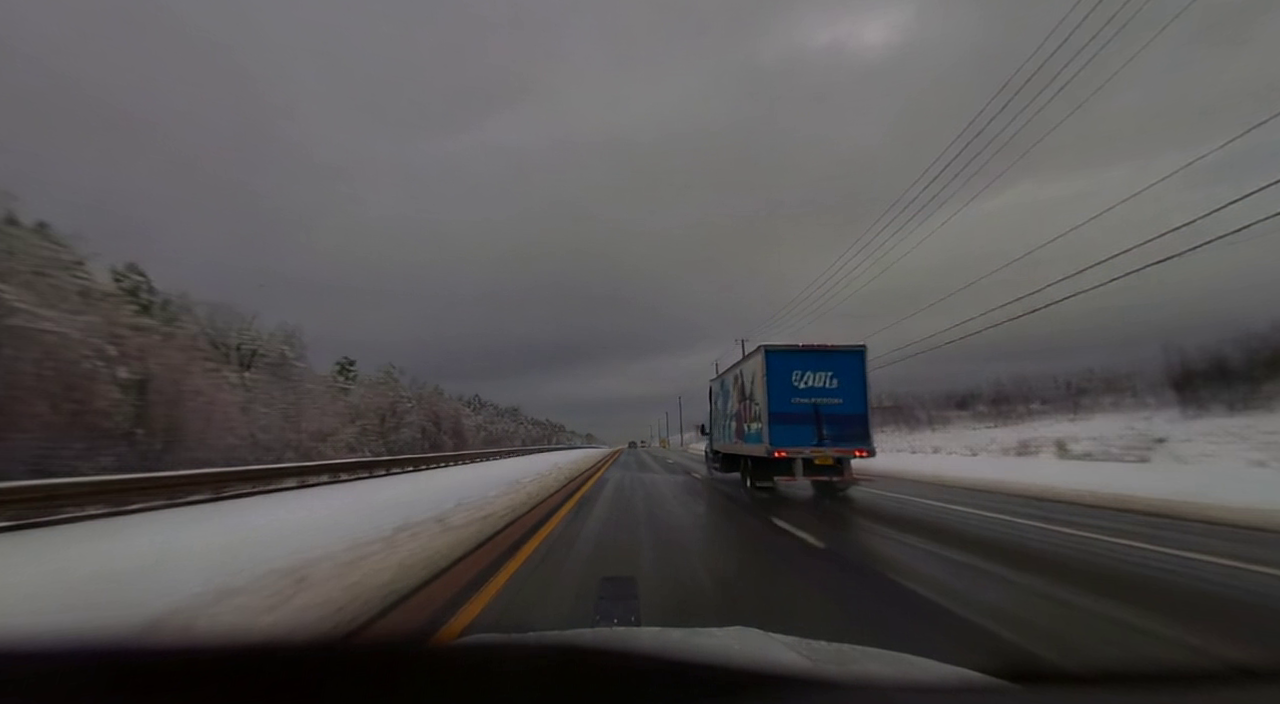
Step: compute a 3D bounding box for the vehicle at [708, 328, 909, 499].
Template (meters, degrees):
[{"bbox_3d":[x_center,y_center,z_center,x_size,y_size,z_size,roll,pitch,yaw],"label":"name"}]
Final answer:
[{"bbox_3d":[4.126,1.945,18.208,3.037,3.672,9.136,0,-8,-1],"label":"vehicle"}]
